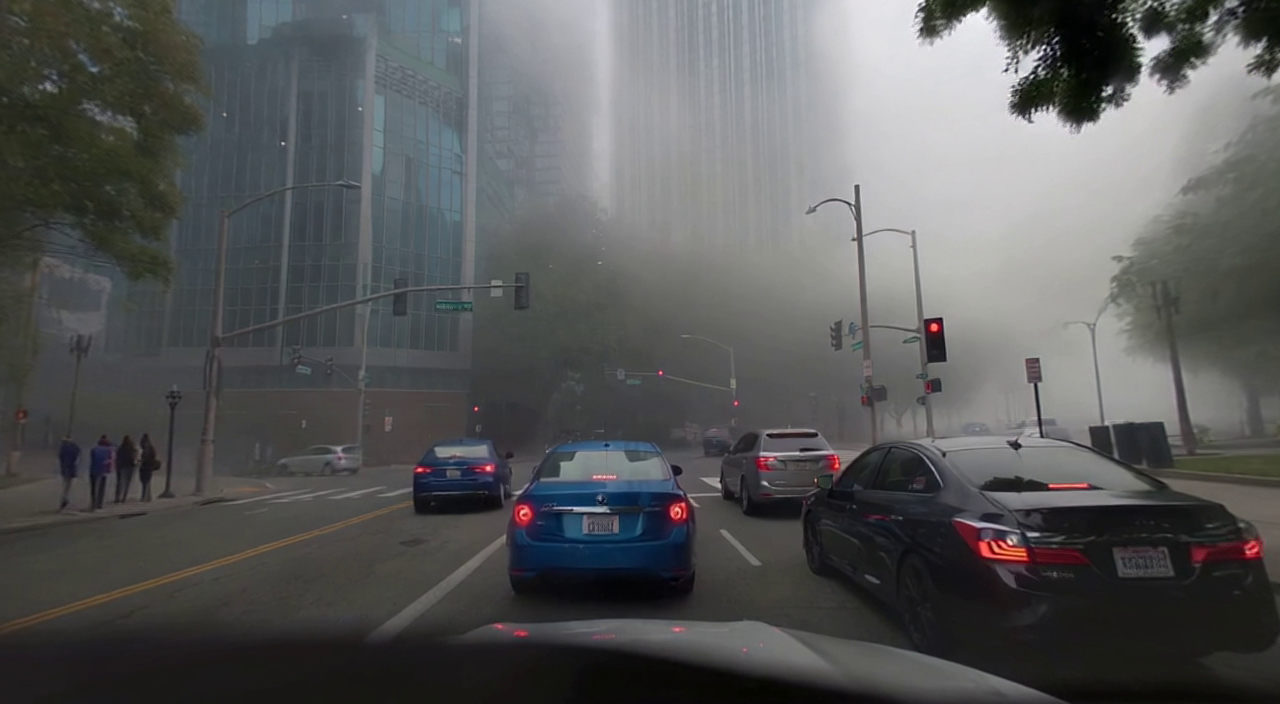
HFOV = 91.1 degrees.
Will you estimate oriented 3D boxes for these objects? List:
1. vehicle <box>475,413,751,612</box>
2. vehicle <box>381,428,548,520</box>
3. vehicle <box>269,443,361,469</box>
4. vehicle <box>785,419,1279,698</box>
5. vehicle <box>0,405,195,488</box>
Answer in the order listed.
[{"bbox_3d":[-0.260,1.507,6.828,2.072,1.476,4.078,0,-8,-2],"label":"vehicle"},{"bbox_3d":[-3.238,2.338,12.617,2.068,1.513,4.221,0,-8,1],"label":"vehicle"},{"bbox_3d":[-19.339,6.155,37.345,4.648,1.496,1.971,-2,-9,15],"label":"vehicle"},{"bbox_3d":[2.756,1.405,5.487,1.952,1.464,4.165,0,-8,-1],"label":"vehicle"},{"bbox_3d":[-26.247,4.347,29.063,8.989,3.623,2.884,0,-8,1],"label":"vehicle"}]
